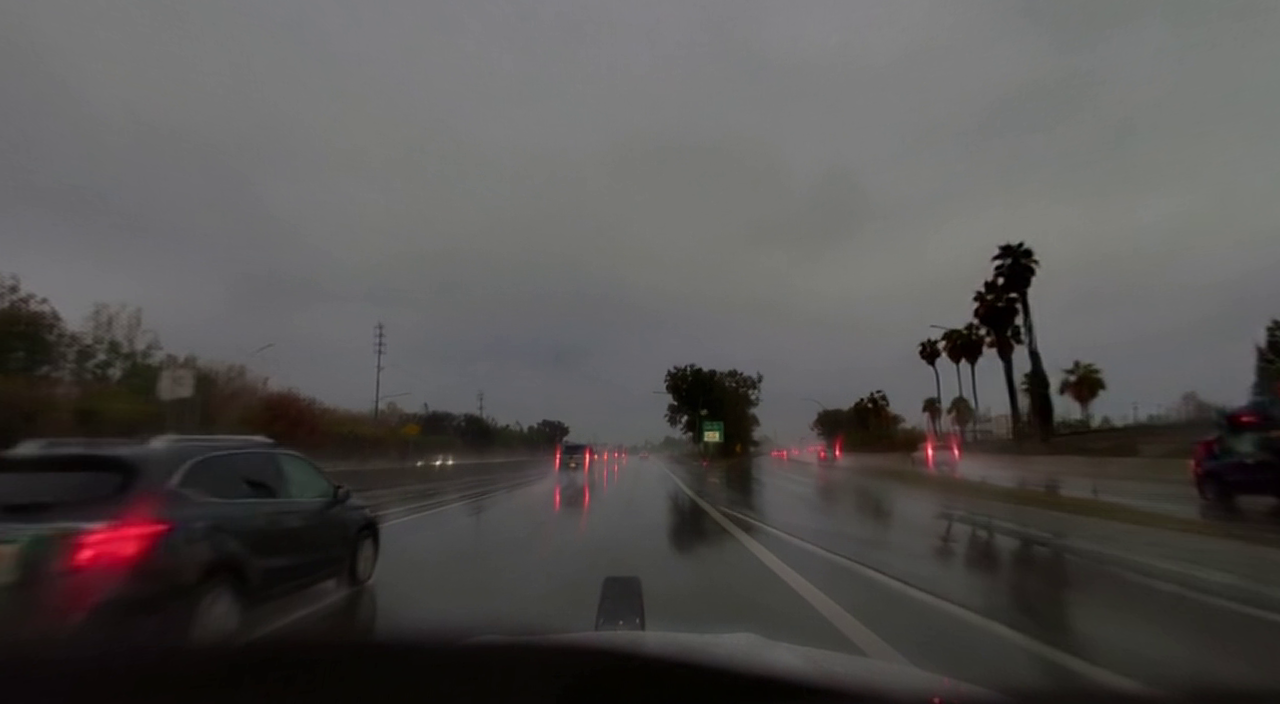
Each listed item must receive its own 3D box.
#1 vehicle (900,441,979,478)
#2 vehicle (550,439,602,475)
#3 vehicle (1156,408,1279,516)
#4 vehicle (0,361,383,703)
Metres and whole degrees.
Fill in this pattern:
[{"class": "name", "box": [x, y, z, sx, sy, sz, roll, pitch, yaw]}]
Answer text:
[{"class": "vehicle", "box": [15.563, 5.582, 33.030, 1.991, 1.755, 4.836, -1, -9, 4]}, {"class": "vehicle", "box": [-3.676, 6.208, 37.328, 2.420, 1.937, 5.916, 0, -9, 0]}, {"class": "vehicle", "box": [13.930, 2.248, 12.938, 2.330, 2.132, 5.338, -1, -9, 5]}, {"class": "vehicle", "box": [-3.939, 1.176, 4.454, 2.162, 1.747, 4.791, 0, -9, 1]}]
